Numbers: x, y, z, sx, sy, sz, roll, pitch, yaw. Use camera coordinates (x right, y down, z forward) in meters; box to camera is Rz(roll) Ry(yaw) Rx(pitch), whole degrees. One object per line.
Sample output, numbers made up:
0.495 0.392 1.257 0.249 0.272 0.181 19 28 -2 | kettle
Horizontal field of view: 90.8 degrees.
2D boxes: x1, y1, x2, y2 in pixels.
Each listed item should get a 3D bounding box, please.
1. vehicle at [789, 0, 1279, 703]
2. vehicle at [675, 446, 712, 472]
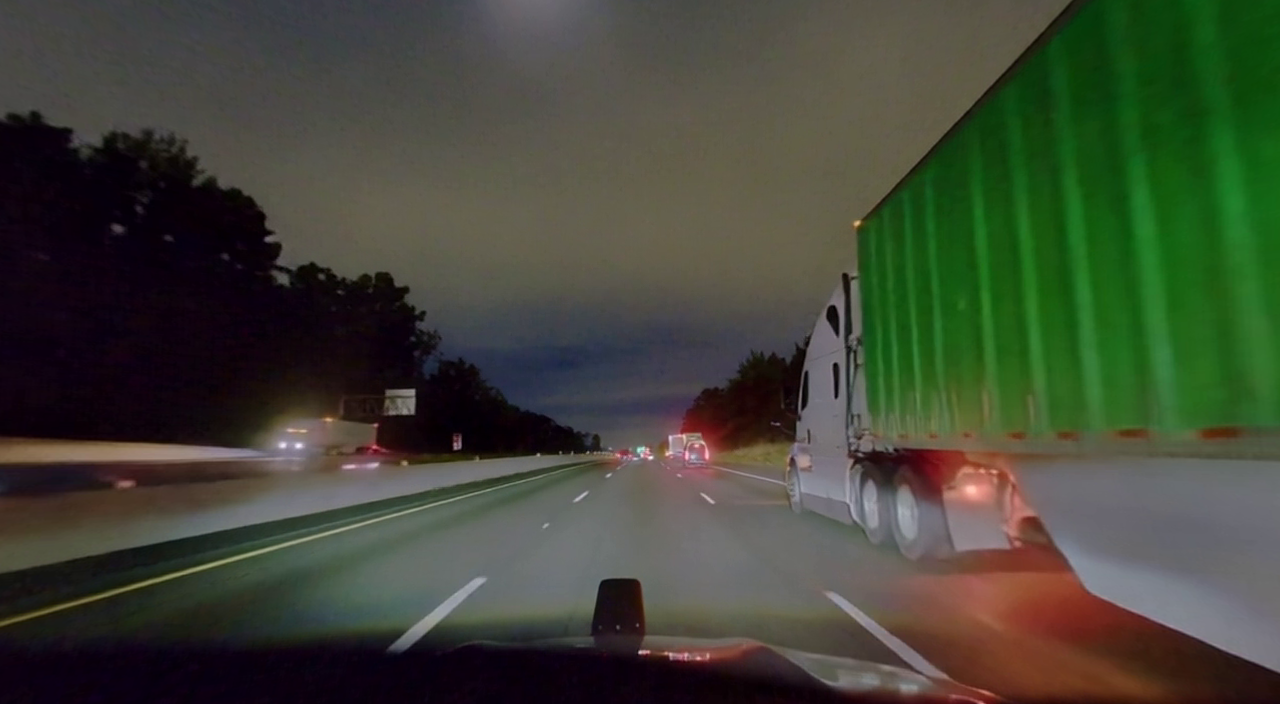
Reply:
4.591 -0.359 3.699 3.115 4.407 17.026 0 -9 -1 | vehicle
3.457 6.933 41.137 2.019 1.601 3.953 0 -9 0 | vehicle
